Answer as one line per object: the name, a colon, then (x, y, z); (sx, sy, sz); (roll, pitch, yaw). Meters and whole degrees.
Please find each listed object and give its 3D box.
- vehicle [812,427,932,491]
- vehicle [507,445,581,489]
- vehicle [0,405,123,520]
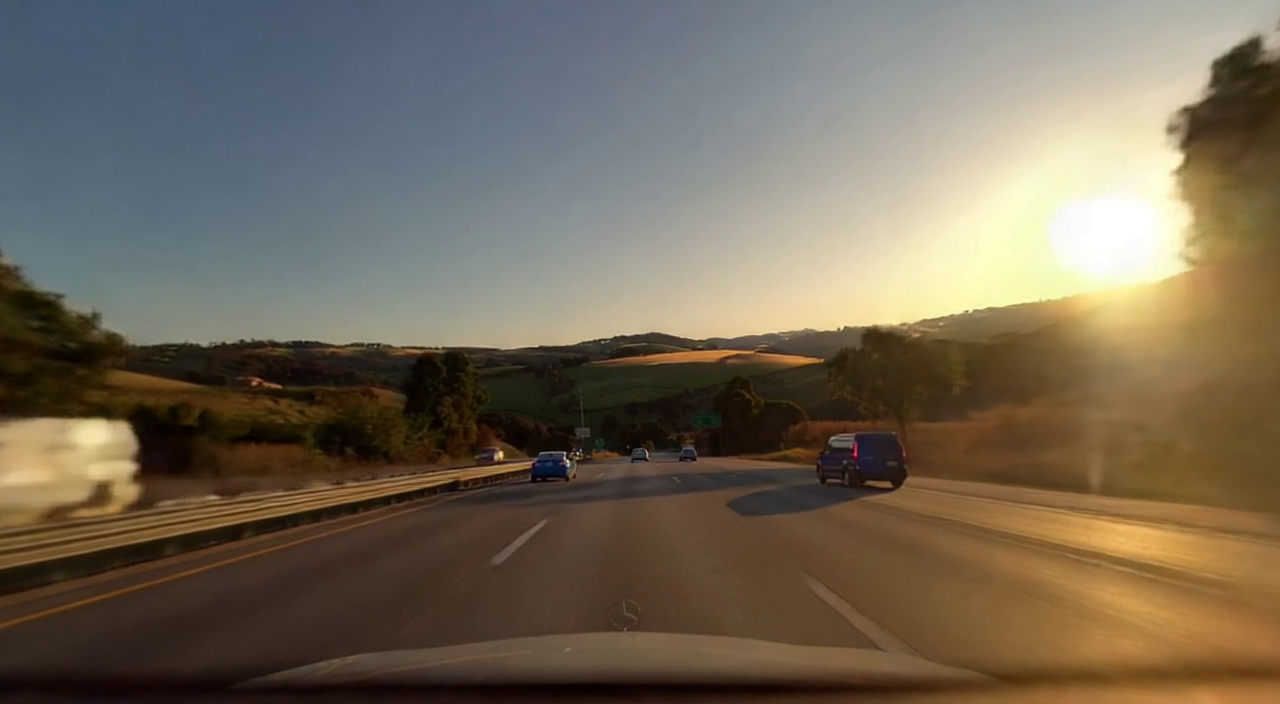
vehicle: (7.832, 3.664, 21.859); (2.133, 1.933, 4.986); (0, -9, -1)
vehicle: (-3.620, 4.422, 24.599); (2.160, 1.530, 4.500); (0, -9, 0)
vehicle: (-14.661, 2.304, 13.084); (2.523, 2.377, 6.182); (0, -9, 0)
